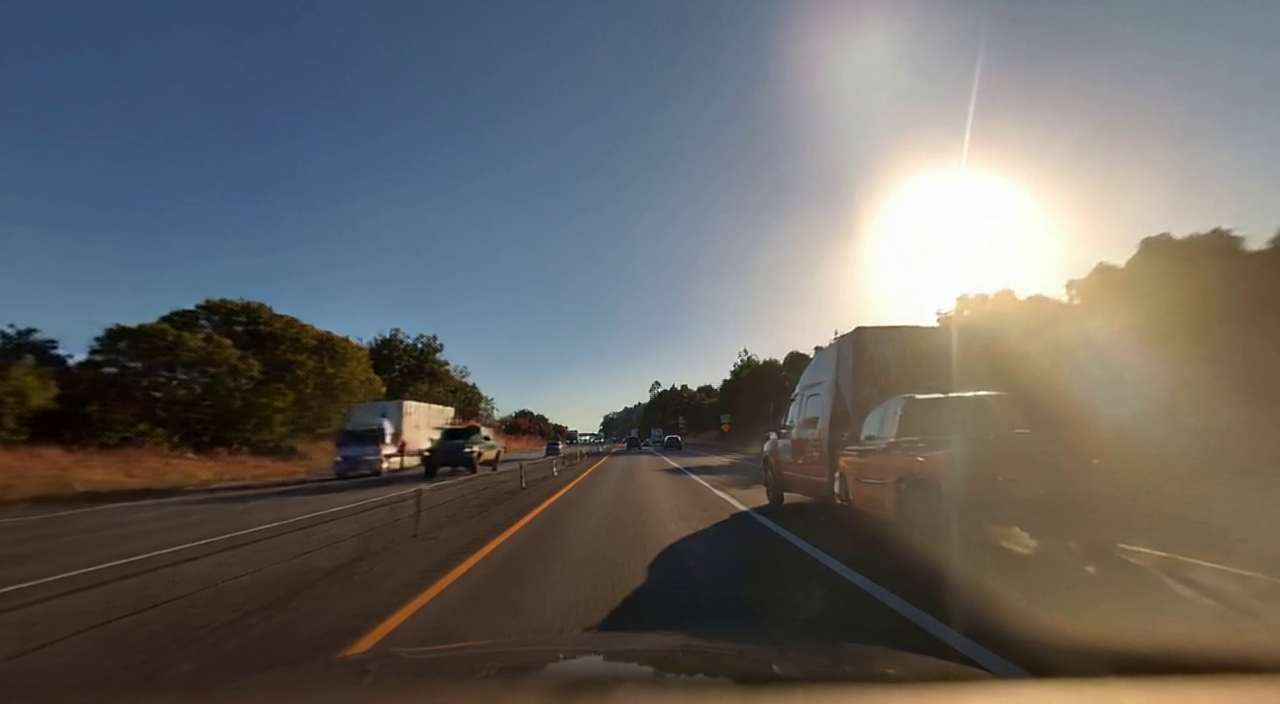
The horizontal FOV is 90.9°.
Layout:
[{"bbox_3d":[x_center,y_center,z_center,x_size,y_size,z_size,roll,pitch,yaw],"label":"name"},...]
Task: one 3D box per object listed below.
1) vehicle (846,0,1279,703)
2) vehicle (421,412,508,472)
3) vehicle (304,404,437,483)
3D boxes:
[{"bbox_3d":[4.010,-0.638,0.127,3.038,3.975,13.887,0,-8,-1],"label":"vehicle"},{"bbox_3d":[-8.179,4.283,30.193,2.229,2.505,6.530,0,-8,0],"label":"vehicle"},{"bbox_3d":[-12.430,4.300,30.125,2.853,3.219,8.270,0,-7,-2],"label":"vehicle"}]
